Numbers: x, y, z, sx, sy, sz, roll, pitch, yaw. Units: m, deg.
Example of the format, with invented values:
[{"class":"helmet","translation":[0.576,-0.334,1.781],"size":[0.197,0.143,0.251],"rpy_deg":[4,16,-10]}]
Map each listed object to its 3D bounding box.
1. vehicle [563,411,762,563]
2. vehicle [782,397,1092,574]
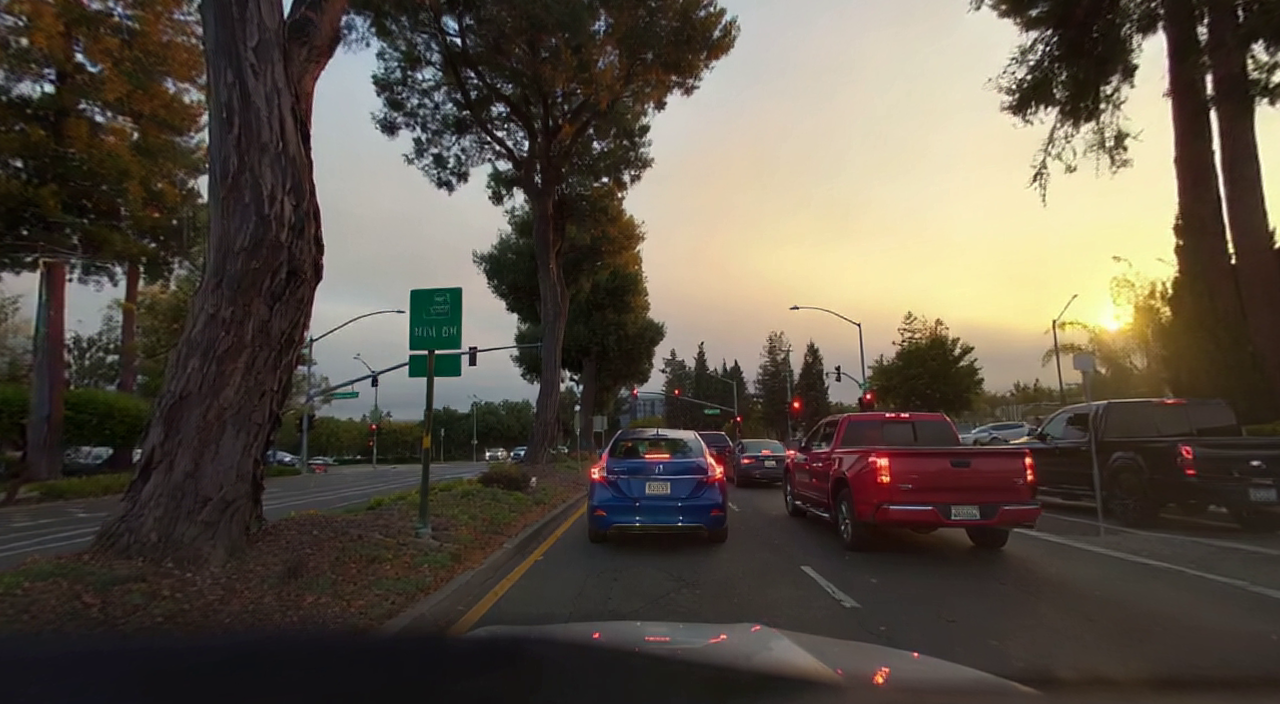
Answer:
[{"class":"vehicle","translation":[0.247,1.776,8.968],"size":[2.168,1.641,4.039],"rpy_deg":[0,-8,0]},{"class":"vehicle","translation":[3.397,1.630,8.397],"size":[2.099,1.725,4.290],"rpy_deg":[0,-8,1]}]
